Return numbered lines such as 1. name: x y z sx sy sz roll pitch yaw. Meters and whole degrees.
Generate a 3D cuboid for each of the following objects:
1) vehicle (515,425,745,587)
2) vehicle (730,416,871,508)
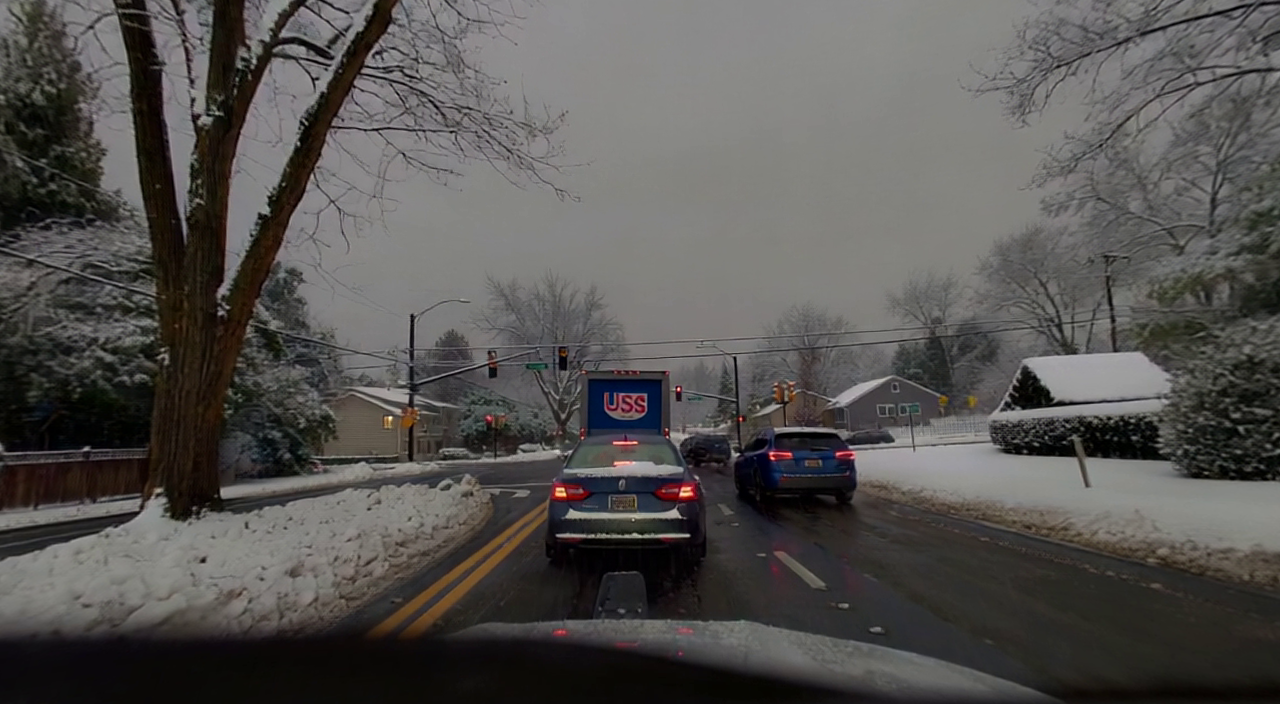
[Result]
1. vehicle: -0.148 1.742 8.033 2.135 1.483 4.207 0 -8 -2
2. vehicle: 3.604 2.585 15.226 2.145 1.847 4.524 0 -8 -1
